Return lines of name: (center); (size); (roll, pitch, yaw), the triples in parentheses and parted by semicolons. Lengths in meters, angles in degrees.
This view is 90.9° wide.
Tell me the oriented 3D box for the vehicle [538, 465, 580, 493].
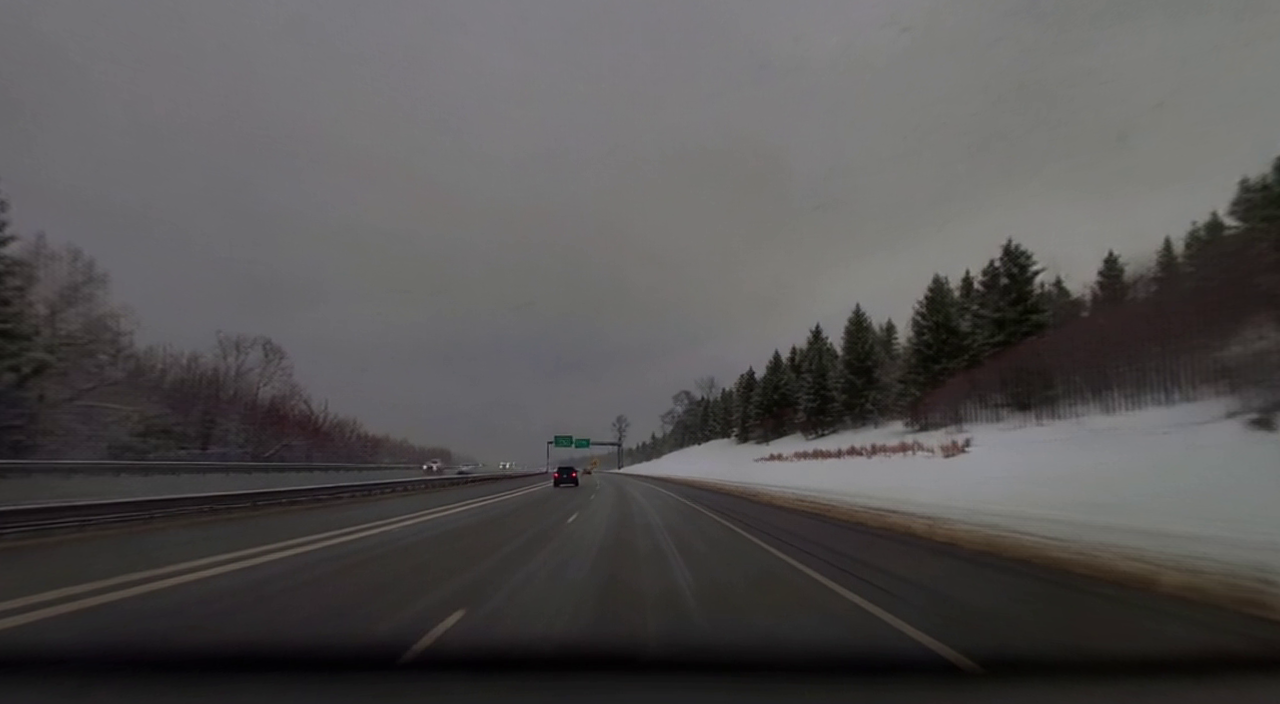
vehicle: (-4.868, 7.715, 38.377); (2.115, 1.546, 4.638); (1, -11, -2)
